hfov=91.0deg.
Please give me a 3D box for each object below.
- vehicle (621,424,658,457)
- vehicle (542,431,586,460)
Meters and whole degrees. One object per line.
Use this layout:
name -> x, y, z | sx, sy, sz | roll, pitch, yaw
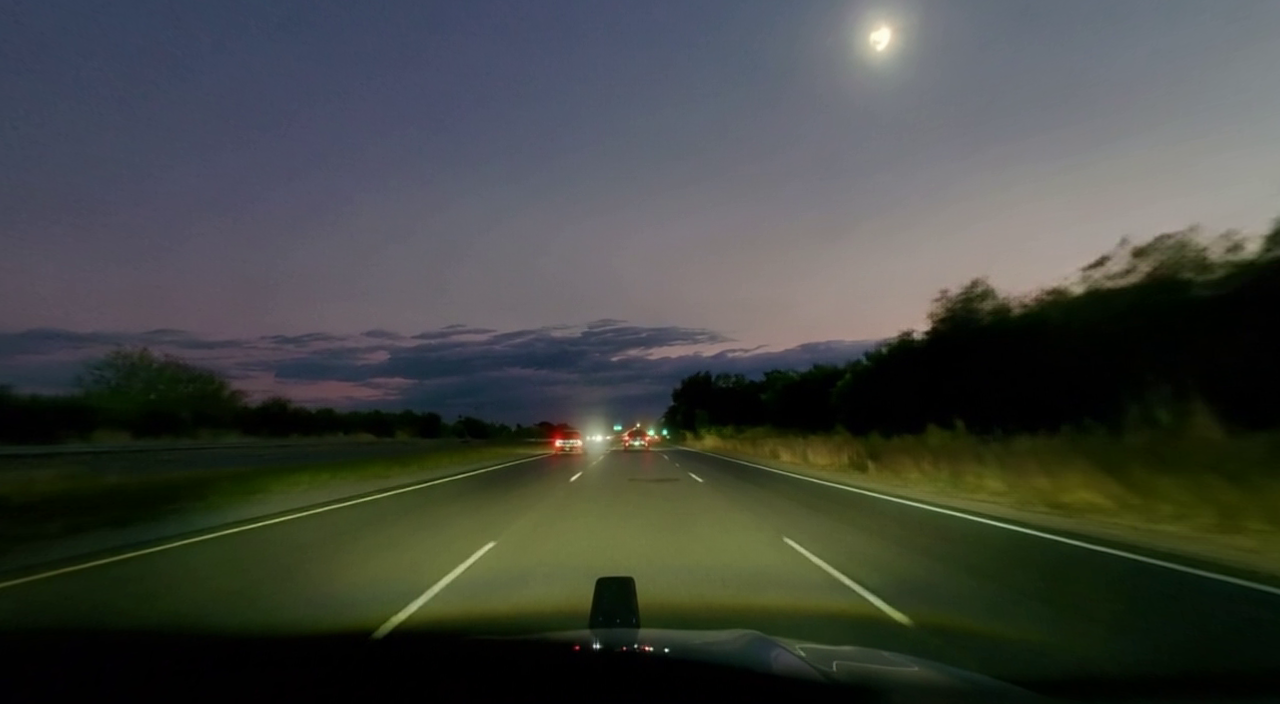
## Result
vehicle -> -0.113, 5.659, 40.445 | 2.223, 1.957, 4.416 | 0, -8, -2
vehicle -> -4.302, 5.338, 36.095 | 2.062, 1.567, 4.117 | 0, -8, -1
